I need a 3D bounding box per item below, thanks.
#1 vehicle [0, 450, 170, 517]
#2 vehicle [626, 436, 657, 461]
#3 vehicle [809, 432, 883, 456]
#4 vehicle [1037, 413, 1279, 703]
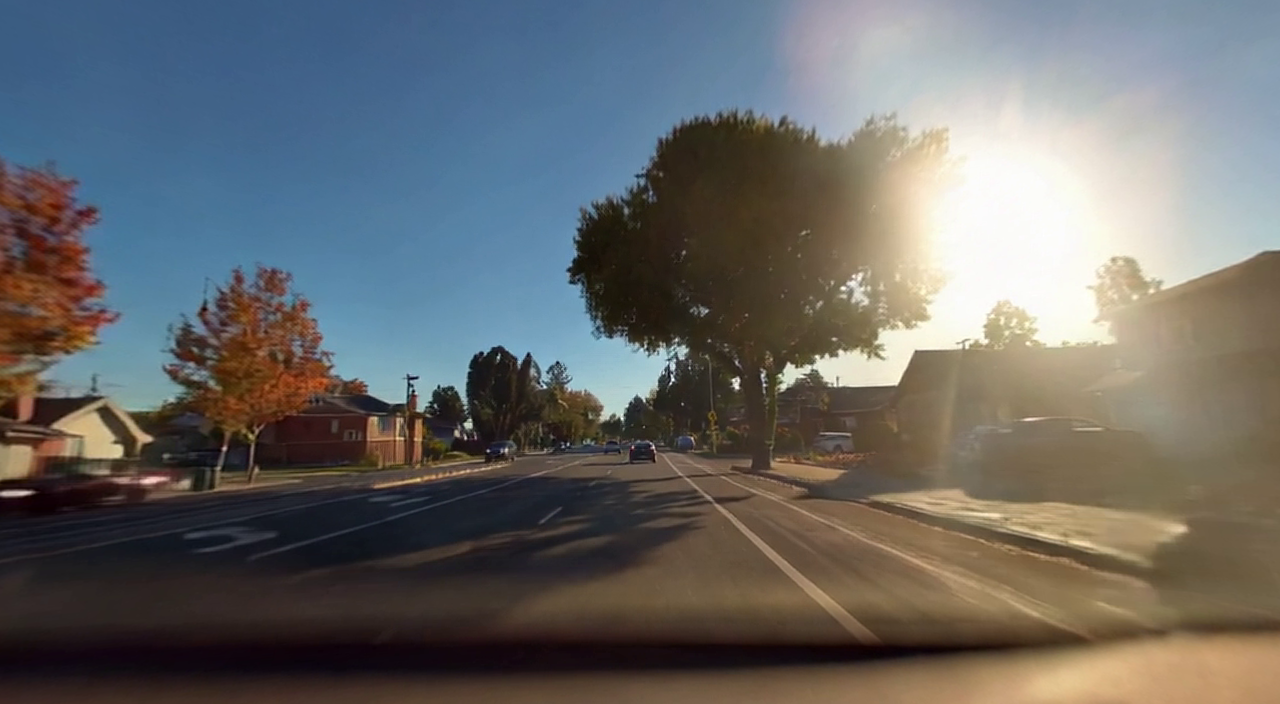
[{"bbox_3d":[-14.304,3.156,15.604,1.937,1.386,4.354,-1,-9,1],"label":"vehicle"},{"bbox_3d":[0.089,6.698,43.800,2.024,1.655,4.301,0,-9,0],"label":"vehicle"},{"bbox_3d":[14.915,6.693,45.829,4.663,1.677,1.934,0,-9,-2],"label":"vehicle"},{"bbox_3d":[4.102,0.927,2.326,2.080,1.469,4.898,0,-9,0],"label":"vehicle"}]
